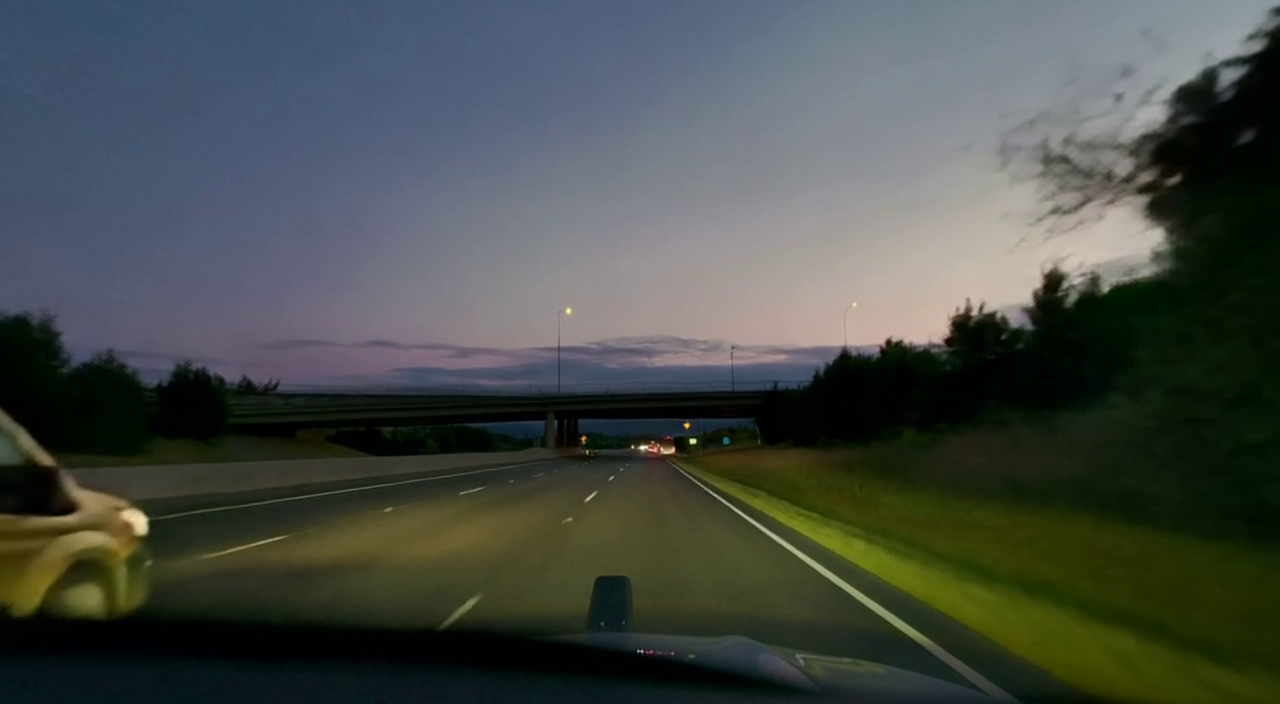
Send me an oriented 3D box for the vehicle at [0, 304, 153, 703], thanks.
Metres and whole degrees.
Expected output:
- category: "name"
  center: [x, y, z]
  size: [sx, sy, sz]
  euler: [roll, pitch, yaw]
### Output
- category: "vehicle"
  center: [-4.000, 0.488, 1.127]
  size: [2.167, 1.929, 5.037]
  euler: [0, -9, 0]
